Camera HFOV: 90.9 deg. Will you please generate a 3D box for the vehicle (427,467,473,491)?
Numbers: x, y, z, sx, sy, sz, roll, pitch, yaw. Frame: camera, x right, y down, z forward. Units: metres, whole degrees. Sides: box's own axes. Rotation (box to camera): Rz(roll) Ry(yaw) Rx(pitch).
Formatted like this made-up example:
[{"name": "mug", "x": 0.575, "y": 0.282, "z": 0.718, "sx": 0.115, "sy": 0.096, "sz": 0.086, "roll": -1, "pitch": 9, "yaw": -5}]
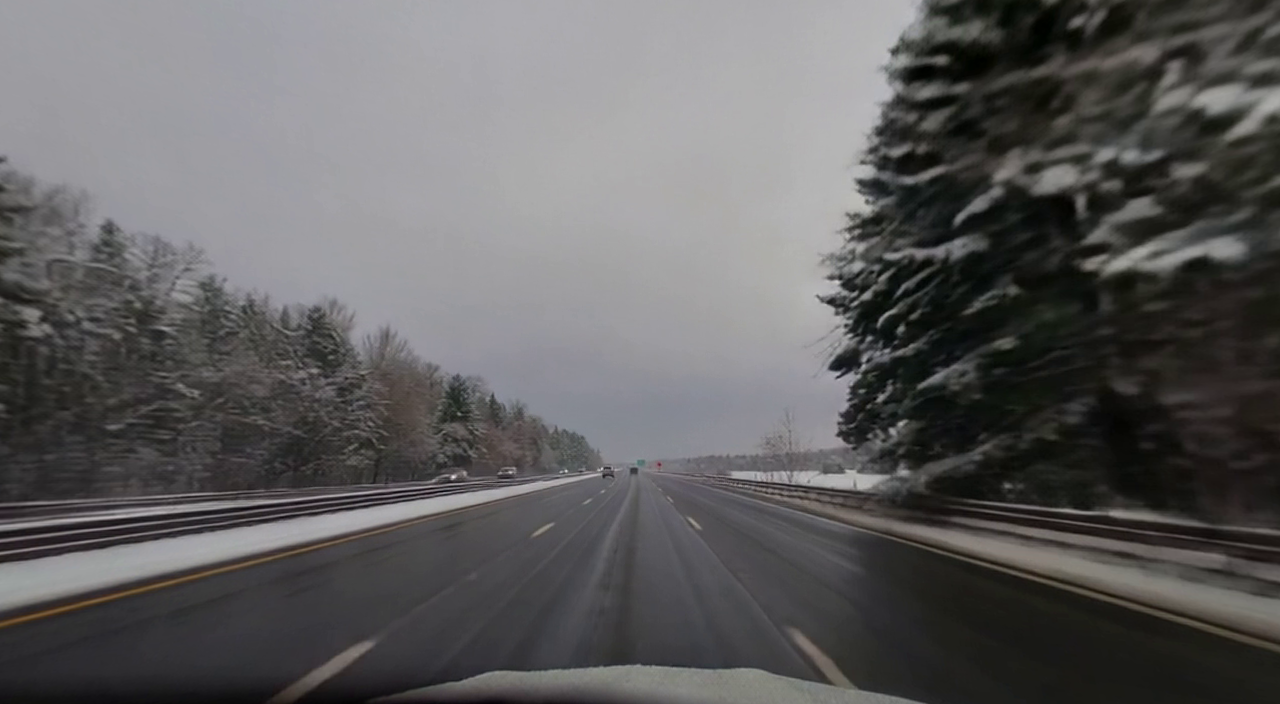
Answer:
[{"name": "vehicle", "x": -13.264, "y": 8.896, "z": 44.170, "sx": 1.868, "sy": 1.526, "sz": 4.154, "roll": 1, "pitch": -11, "yaw": 1}]
